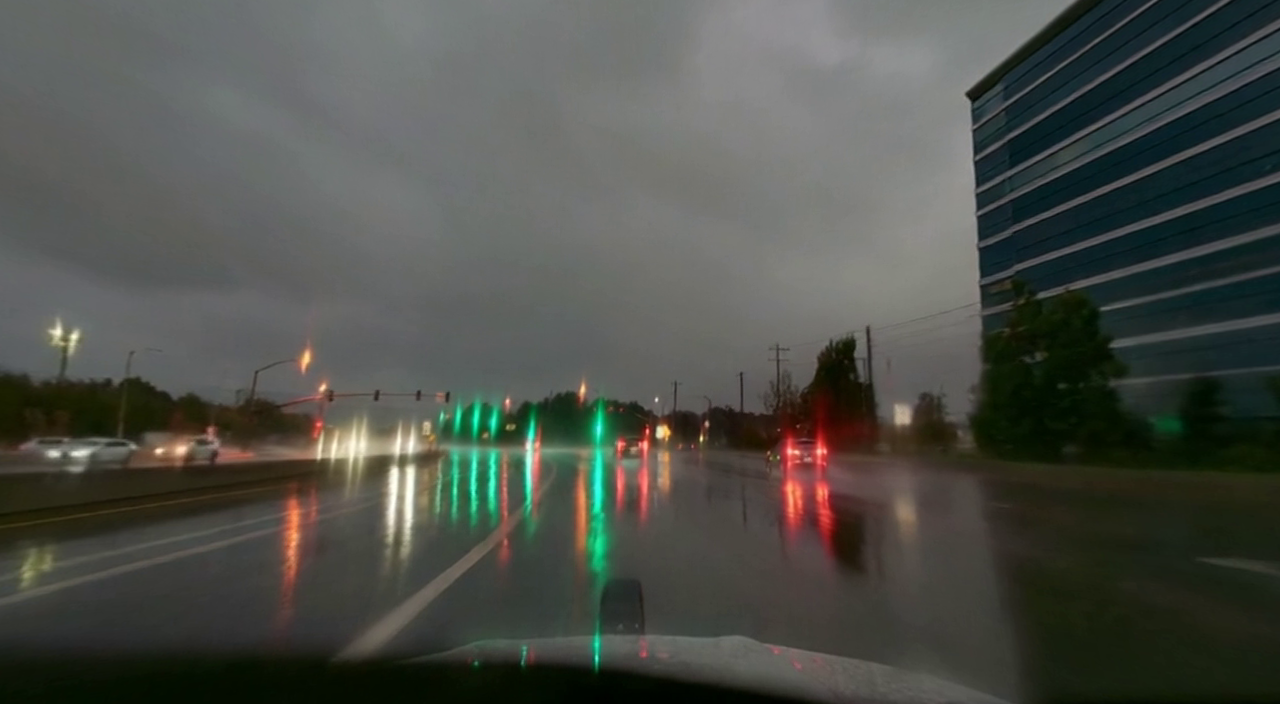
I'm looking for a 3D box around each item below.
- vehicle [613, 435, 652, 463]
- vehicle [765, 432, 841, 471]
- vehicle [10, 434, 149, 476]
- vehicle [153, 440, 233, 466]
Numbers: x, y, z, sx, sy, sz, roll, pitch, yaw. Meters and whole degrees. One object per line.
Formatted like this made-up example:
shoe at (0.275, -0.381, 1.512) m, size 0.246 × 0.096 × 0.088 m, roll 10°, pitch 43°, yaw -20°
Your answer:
vehicle at (-0.547, 6.406, 41.794) m, size 2.024 × 1.724 × 3.928 m, roll 1°, pitch -9°, yaw -10°
vehicle at (7.886, 4.886, 31.174) m, size 2.130 × 1.741 × 4.665 m, roll 1°, pitch -8°, yaw -5°
vehicle at (-22.142, 4.070, 25.236) m, size 1.910 × 1.510 × 4.324 m, roll 1°, pitch -8°, yaw -6°
vehicle at (-26.918, 6.058, 38.227) m, size 1.882 × 1.453 × 4.577 m, roll 1°, pitch -8°, yaw -6°
